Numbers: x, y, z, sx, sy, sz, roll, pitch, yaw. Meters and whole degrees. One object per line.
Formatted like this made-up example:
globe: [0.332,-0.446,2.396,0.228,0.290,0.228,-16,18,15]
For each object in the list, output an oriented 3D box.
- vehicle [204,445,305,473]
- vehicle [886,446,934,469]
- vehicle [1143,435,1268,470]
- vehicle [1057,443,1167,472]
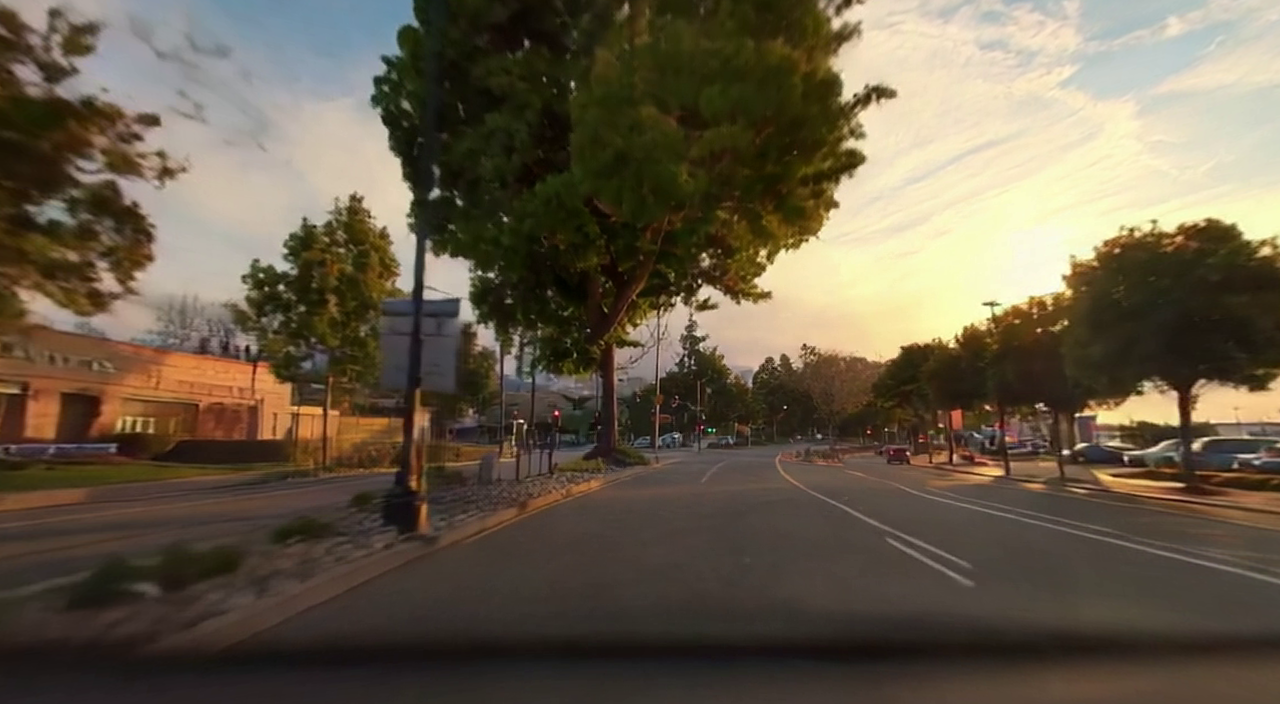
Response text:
vehicle: [-20.818,5.743,34.150,4.520,1.439,1.919,-2,-9,13]
vehicle: [18.779,7.319,44.148,2.099,1.464,4.615,-2,-8,11]
vehicle: [30.681,5.454,34.486,2.045,1.714,4.611,2,-9,-15]
vehicle: [25.391,5.664,34.203,1.843,1.455,4.558,2,-9,-12]
